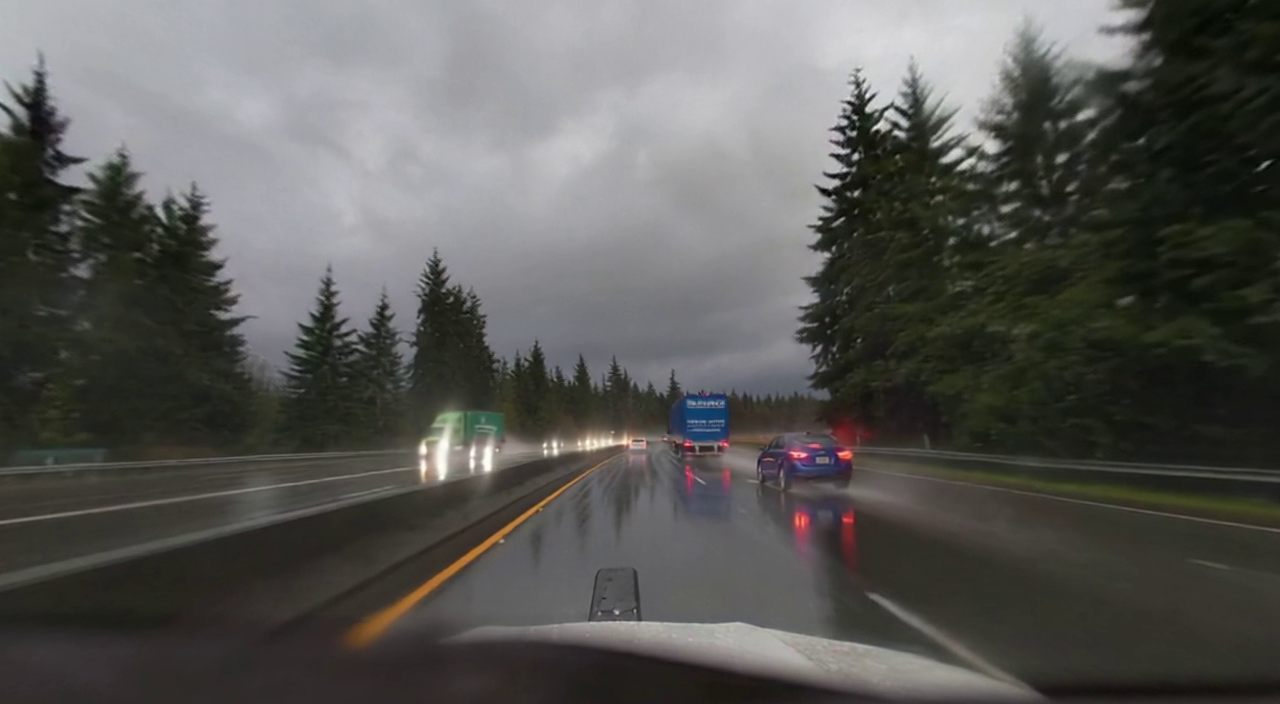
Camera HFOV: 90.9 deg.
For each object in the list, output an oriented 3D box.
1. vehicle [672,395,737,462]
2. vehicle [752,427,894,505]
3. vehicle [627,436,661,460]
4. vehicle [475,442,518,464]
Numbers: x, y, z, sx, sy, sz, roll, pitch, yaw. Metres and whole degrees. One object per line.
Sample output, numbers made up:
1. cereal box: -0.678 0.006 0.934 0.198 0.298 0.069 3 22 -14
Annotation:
1. vehicle: 4.248 5.543 44.958 3.171 4.072 13.784 0 -8 0
2. vehicle: 4.159 2.640 15.158 2.028 1.573 4.207 0 -8 -2
3. vehicle: 0.293 6.503 42.966 2.209 1.499 4.144 0 -8 0
4. vehicle: -10.264 7.258 45.375 2.010 1.426 4.364 0 -8 1
